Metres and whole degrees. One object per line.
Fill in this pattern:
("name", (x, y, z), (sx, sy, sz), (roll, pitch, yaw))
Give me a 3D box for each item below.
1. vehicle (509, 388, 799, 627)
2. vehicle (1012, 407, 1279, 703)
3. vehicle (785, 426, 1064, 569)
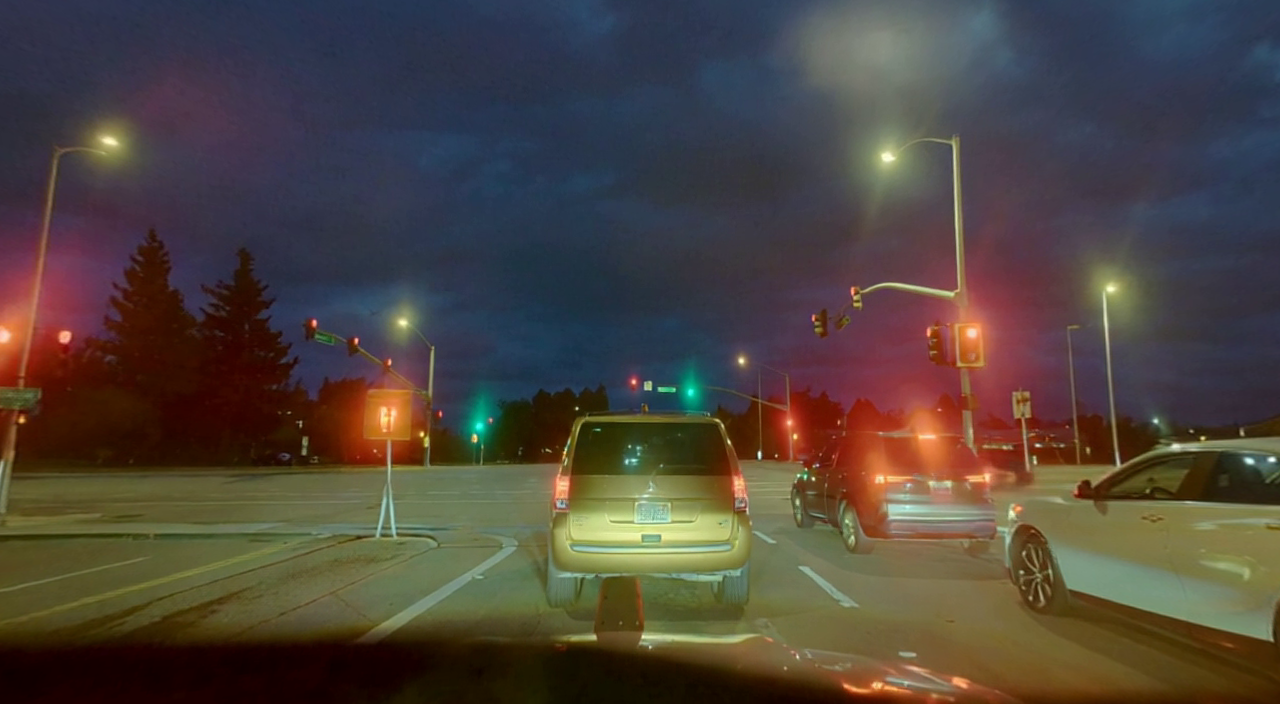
("vehicle", (0.096, 1.497, 7.069), (2.170, 1.793, 4.468), (0, -8, 0))
("vehicle", (3.155, 0.820, 1.432), (1.924, 1.466, 4.461), (0, -8, 1))
("vehicle", (3.517, 1.860, 8.870), (1.861, 1.495, 4.215), (0, -8, -1))
